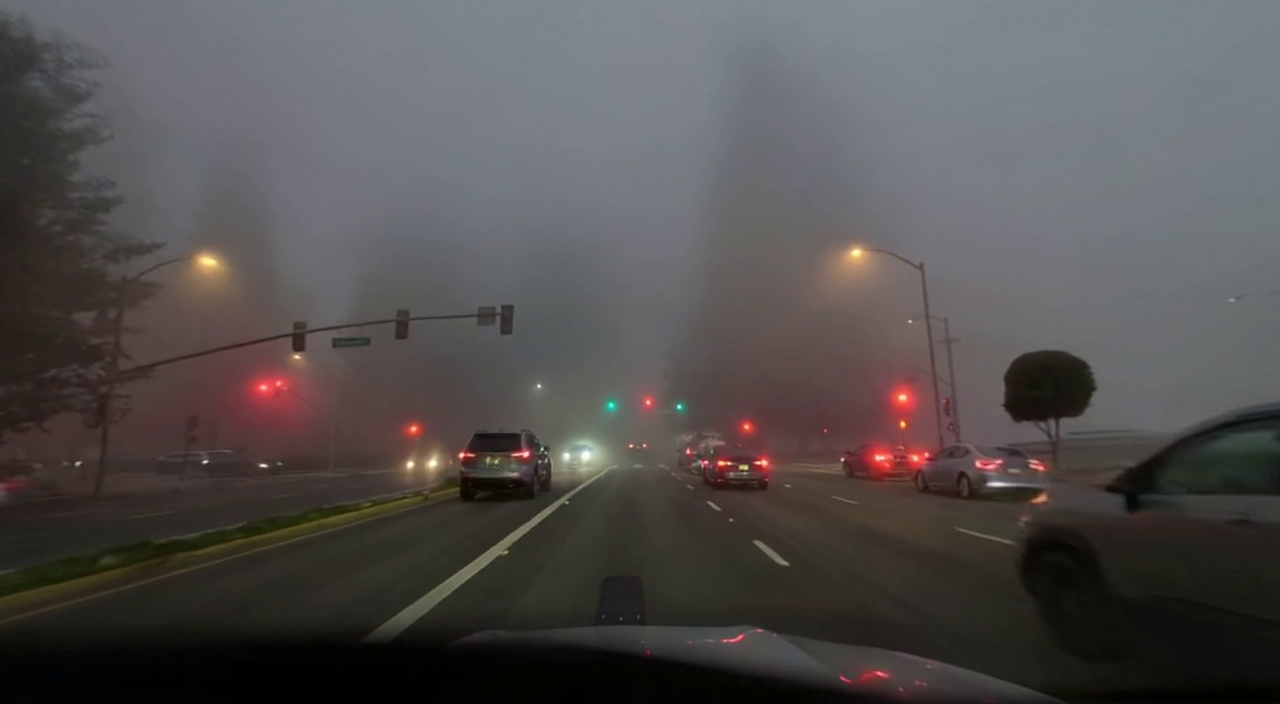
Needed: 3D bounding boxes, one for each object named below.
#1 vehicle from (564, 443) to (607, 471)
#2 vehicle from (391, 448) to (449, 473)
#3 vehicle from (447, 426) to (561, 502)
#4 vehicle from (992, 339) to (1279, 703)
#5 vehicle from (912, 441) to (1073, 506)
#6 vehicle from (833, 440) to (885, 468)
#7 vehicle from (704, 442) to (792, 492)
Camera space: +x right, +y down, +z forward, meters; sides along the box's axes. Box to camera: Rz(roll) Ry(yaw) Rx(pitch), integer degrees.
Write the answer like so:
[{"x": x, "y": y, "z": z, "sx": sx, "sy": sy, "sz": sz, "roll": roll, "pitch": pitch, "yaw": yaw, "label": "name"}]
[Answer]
[{"x": -3.001, "y": 5.899, "z": 35.674, "sx": 2.032, "sy": 1.442, "sz": 4.336, "roll": 0, "pitch": -9, "yaw": 0, "label": "vehicle"}, {"x": -14.099, "y": 6.958, "z": 40.821, "sx": 1.919, "sy": 1.475, "sz": 4.467, "roll": -1, "pitch": -9, "yaw": 4, "label": "vehicle"}, {"x": -3.512, "y": 2.982, "z": 17.142, "sx": 2.155, "sy": 1.797, "sz": 3.989, "roll": 0, "pitch": -9, "yaw": 1, "label": "vehicle"}, {"x": 3.673, "y": 0.767, "z": 2.184, "sx": 2.152, "sy": 1.742, "sz": 4.704, "roll": 0, "pitch": -9, "yaw": 0, "label": "vehicle"}, {"x": 9.079, "y": 3.146, "z": 16.779, "sx": 1.884, "sy": 1.478, "sz": 4.164, "roll": 0, "pitch": -9, "yaw": 0, "label": "vehicle"}, {"x": 13.644, "y": 6.300, "z": 39.249, "sx": 2.173, "sy": 1.614, "sz": 4.335, "roll": -5, "pitch": -10, "yaw": 29, "label": "vehicle"}, {"x": 3.472, "y": 3.806, "z": 21.305, "sx": 2.054, "sy": 1.473, "sz": 4.511, "roll": 0, "pitch": -9, "yaw": -2, "label": "vehicle"}]
